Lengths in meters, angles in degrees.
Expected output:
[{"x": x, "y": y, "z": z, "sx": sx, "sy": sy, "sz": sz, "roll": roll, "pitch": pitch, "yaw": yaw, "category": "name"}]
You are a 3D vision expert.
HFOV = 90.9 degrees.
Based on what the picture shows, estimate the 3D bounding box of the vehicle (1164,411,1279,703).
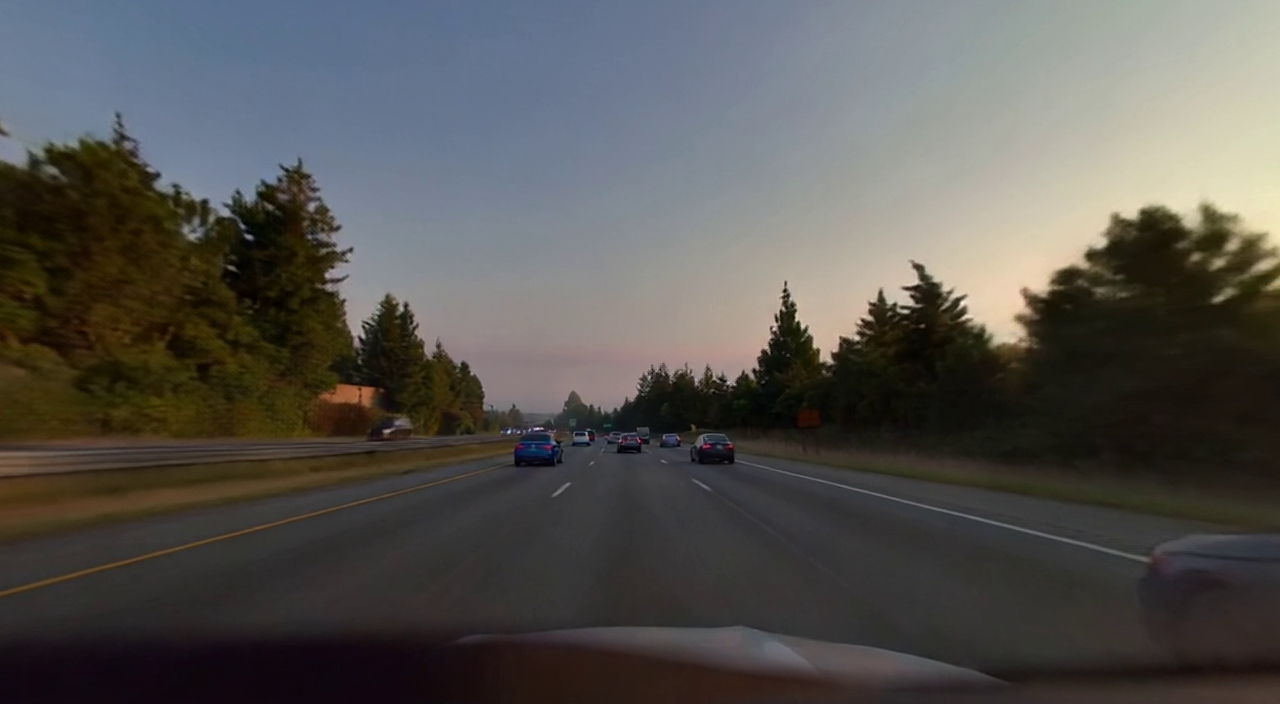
[{"x": 3.970, "y": 0.844, "z": 1.548, "sx": 1.986, "sy": 1.488, "sz": 3.867, "roll": 0, "pitch": -8, "yaw": -1, "category": "vehicle"}]

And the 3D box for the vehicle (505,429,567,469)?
[{"x": -4.224, "y": 3.992, "z": 26.292, "sx": 1.941, "sy": 1.529, "sz": 4.111, "roll": 0, "pitch": -8, "yaw": -1, "category": "vehicle"}]

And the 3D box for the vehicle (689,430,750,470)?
[{"x": 3.267, "y": 4.099, "z": 26.560, "sx": 1.883, "sy": 1.536, "sz": 3.792, "roll": 1, "pitch": -8, "yaw": -3, "category": "vehicle"}]
